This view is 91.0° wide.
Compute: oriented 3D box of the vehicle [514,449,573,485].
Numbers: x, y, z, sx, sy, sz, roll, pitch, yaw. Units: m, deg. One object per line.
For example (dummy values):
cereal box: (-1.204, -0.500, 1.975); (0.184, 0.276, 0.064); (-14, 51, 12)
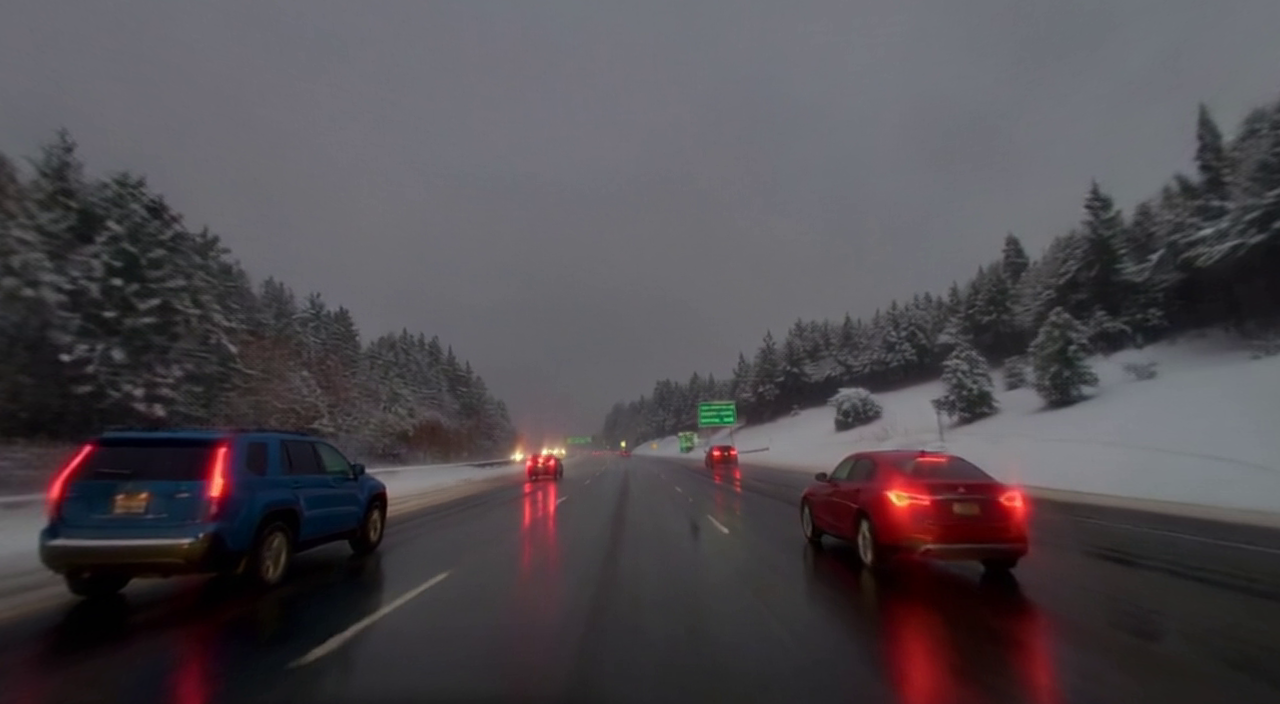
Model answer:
vehicle: (-4.224, 5.101, 28.274); (2.009, 1.488, 4.289); (0, -9, 0)

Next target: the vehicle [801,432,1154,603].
vehicle: (3.721, 1.890, 8.119); (2.120, 1.572, 4.344); (0, -9, 0)

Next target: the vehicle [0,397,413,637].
vehicle: (-4.303, 1.538, 6.819); (2.079, 1.745, 4.281); (0, -9, 0)

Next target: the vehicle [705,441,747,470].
vehicle: (6.679, 8.087, 49.441); (2.378, 2.096, 5.119); (0, -9, -3)
